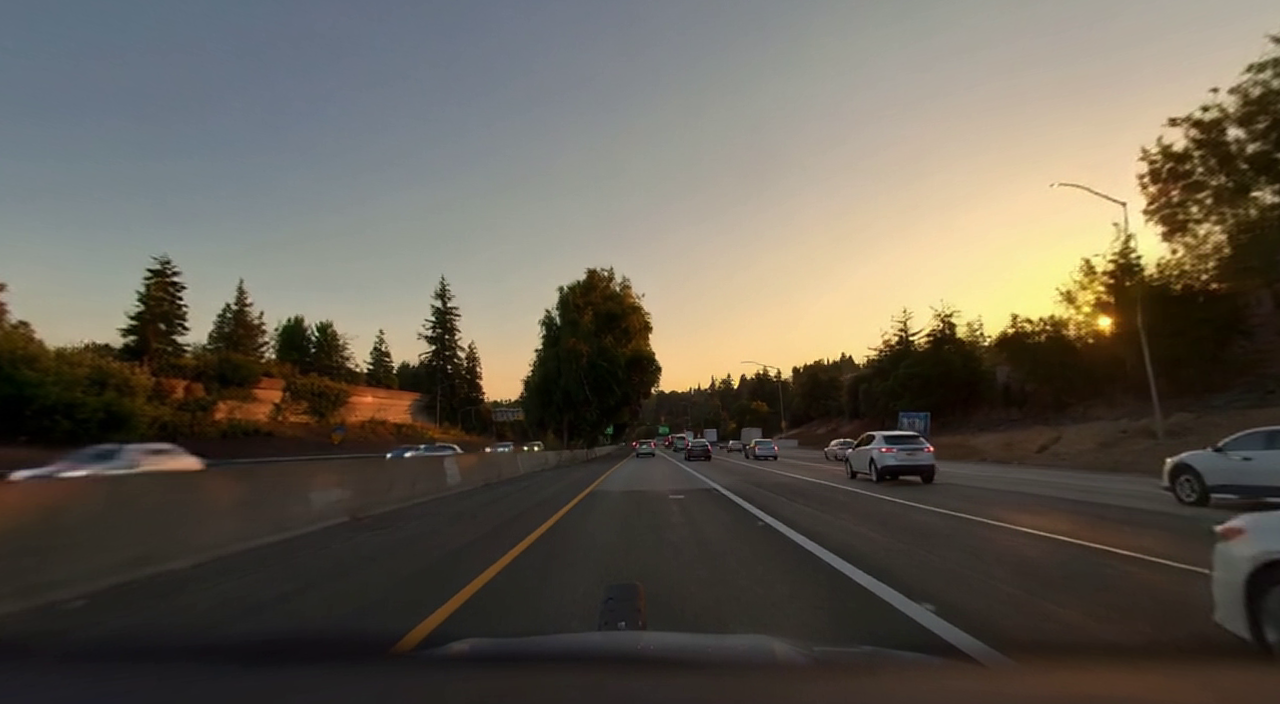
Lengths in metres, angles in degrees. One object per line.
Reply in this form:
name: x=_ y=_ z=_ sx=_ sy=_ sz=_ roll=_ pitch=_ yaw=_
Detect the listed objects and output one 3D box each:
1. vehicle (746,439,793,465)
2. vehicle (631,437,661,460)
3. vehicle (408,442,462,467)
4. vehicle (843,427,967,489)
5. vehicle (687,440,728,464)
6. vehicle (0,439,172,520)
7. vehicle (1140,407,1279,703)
vehicle: x=7.990 y=6.210 z=39.365 sx=1.919 sy=1.476 sz=4.303 roll=0 pitch=-8 yaw=-1
vehicle: x=0.470 y=7.120 z=46.609 sx=2.124 sy=1.639 sz=4.122 roll=0 pitch=-8 yaw=1
vehicle: x=-13.789 y=6.909 z=42.704 sx=2.103 sy=1.542 sz=4.434 roll=0 pitch=-8 yaw=0
vehicle: x=8.101 y=3.282 z=19.800 sx=1.986 sy=1.703 sz=4.226 roll=0 pitch=-8 yaw=-1
vehicle: x=4.329 y=6.496 z=41.125 sx=2.118 sy=1.438 sz=4.312 roll=0 pitch=-8 yaw=-1
vehicle: x=-13.576 y=2.887 z=14.877 sx=1.847 sy=1.610 sz=4.188 roll=0 pitch=-8 yaw=0
vehicle: x=4.153 y=0.750 z=1.229 sx=2.223 sy=1.483 sz=5.075 roll=0 pitch=-8 yaw=0
